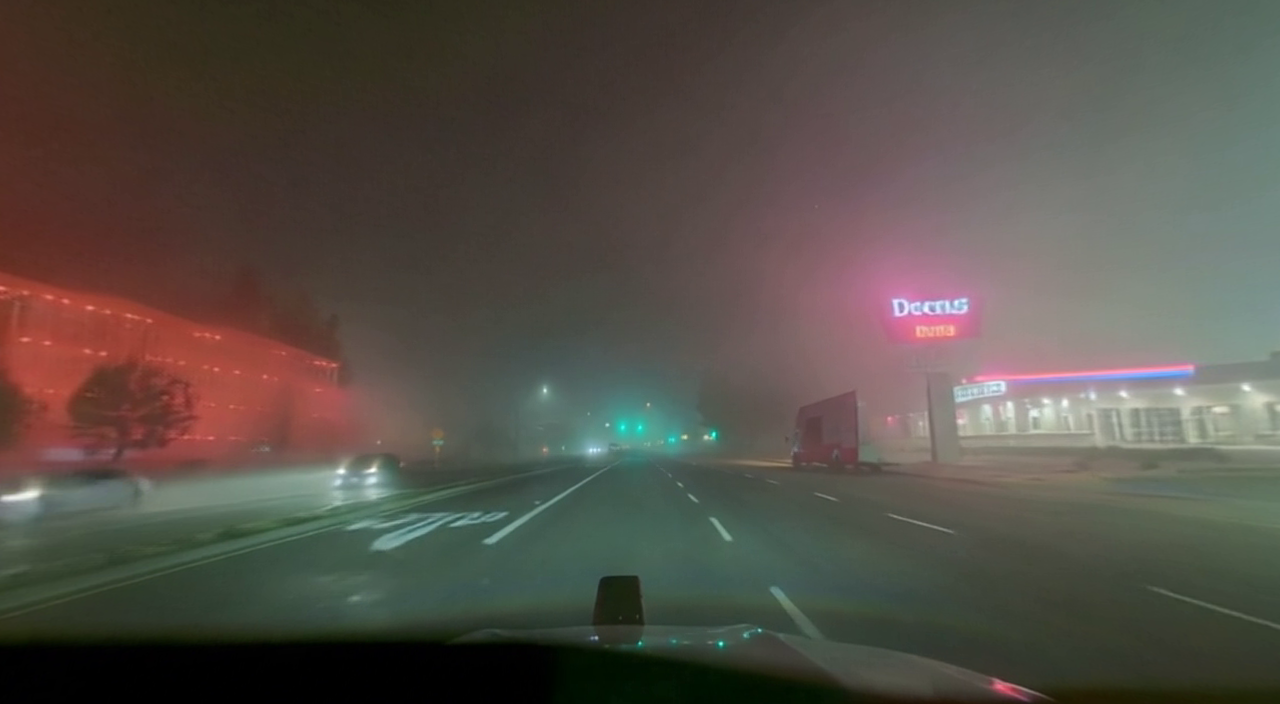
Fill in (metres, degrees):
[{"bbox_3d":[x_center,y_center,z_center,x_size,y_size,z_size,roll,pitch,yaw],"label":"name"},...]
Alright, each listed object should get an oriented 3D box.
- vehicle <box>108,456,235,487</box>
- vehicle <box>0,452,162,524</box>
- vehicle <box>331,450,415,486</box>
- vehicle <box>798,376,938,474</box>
[{"bbox_3d":[-24.466,6.247,33.216,4.862,1.510,2.027,2,-9,-12],"label":"vehicle"},{"bbox_3d":[-14.700,3.337,15.692,1.841,1.543,4.680,-2,-10,2],"label":"vehicle"},{"bbox_3d":[-11.942,5.195,28.654,1.901,1.465,4.604,0,-8,-1],"label":"vehicle"},{"bbox_3d":[9.994,3.509,29.136,3.174,3.794,9.019,-1,-9,1],"label":"vehicle"}]
